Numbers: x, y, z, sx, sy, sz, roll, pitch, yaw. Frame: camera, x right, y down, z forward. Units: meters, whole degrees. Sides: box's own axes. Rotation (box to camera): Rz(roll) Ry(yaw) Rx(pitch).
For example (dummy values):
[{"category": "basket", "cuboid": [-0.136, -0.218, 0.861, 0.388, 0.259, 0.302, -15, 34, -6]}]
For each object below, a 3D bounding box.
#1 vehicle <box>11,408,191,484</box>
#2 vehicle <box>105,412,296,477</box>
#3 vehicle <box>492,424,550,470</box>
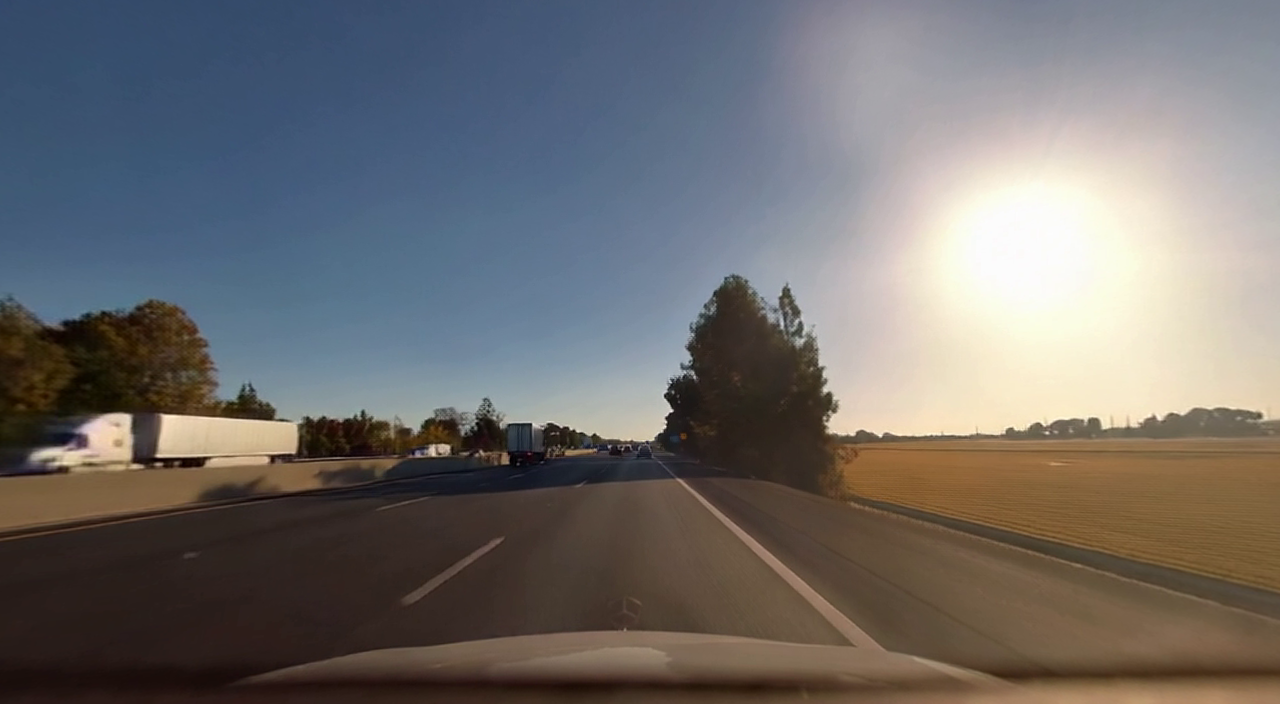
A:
[{"category": "vehicle", "cuboid": [-32.968, 5.890, 39.277, 2.981, 4.148, 8.975, 0, -9, 1]}, {"category": "vehicle", "cuboid": [-33.065, 7.303, 49.211, 2.929, 4.174, 16.725, 0, -9, 0]}, {"category": "vehicle", "cuboid": [-7.437, 6.057, 40.171, 2.444, 2.685, 5.893, 0, -9, 1]}]
